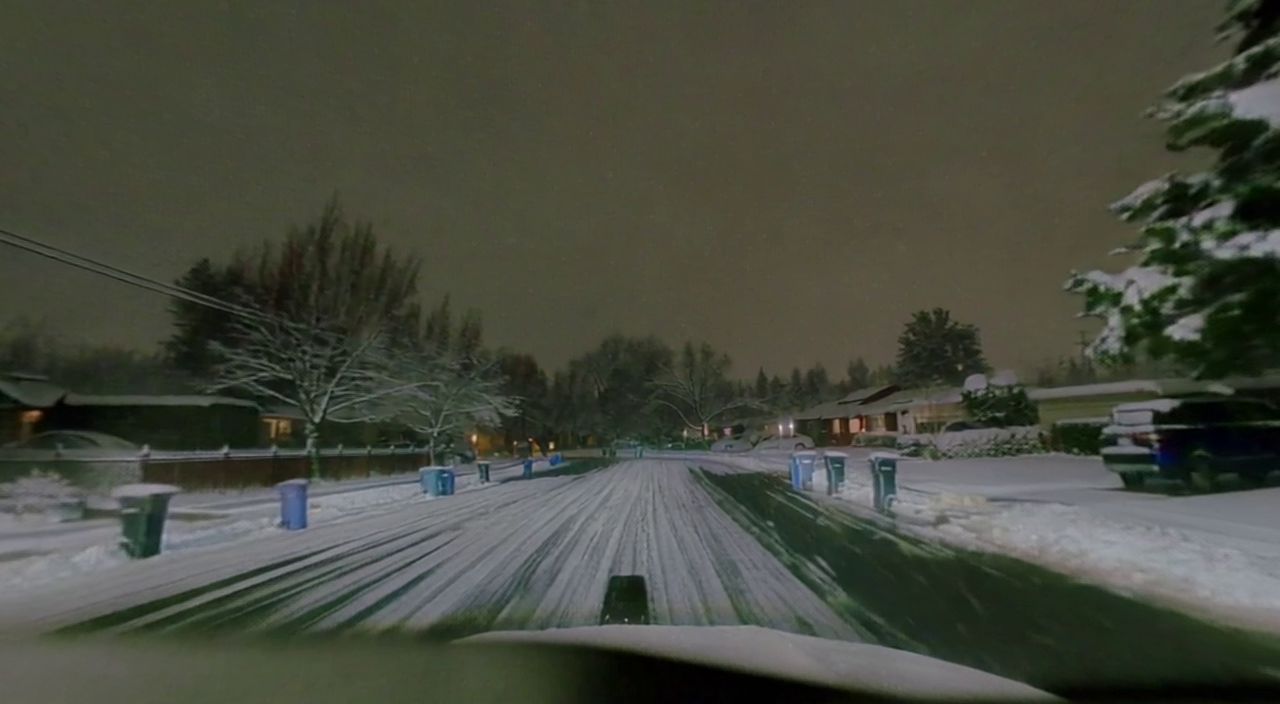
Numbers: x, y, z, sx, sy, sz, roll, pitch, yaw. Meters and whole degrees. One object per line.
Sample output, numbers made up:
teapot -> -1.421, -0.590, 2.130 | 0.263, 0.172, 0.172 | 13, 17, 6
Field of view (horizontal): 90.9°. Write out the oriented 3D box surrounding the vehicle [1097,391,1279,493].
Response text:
vehicle -> 12.293, 1.839, 12.804 | 4.581, 1.853, 2.024 | 2, -8, -7
